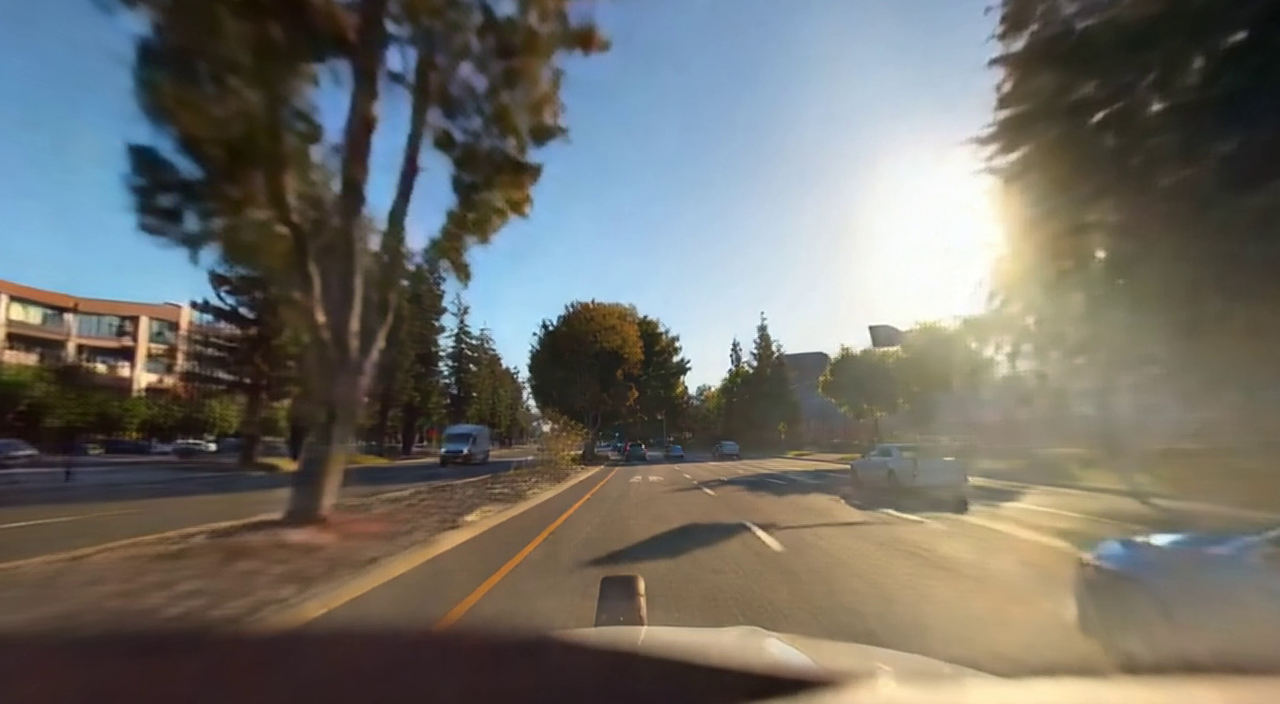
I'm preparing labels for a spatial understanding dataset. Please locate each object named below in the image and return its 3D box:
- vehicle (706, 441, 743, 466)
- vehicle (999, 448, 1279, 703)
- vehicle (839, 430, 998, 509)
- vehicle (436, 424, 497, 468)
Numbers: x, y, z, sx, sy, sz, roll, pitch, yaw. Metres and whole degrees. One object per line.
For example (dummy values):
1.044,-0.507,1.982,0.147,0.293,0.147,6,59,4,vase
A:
6.055,7.346,45.846,1.931,1.685,4.054,0,-9,-3,vehicle
3.371,0.973,1.918,1.990,1.347,4.388,0,-9,0,vehicle
6.831,2.919,16.156,1.987,1.730,4.373,0,-9,-1,vehicle
-11.140,6.099,41.099,2.300,2.636,5.986,0,-9,-1,vehicle
